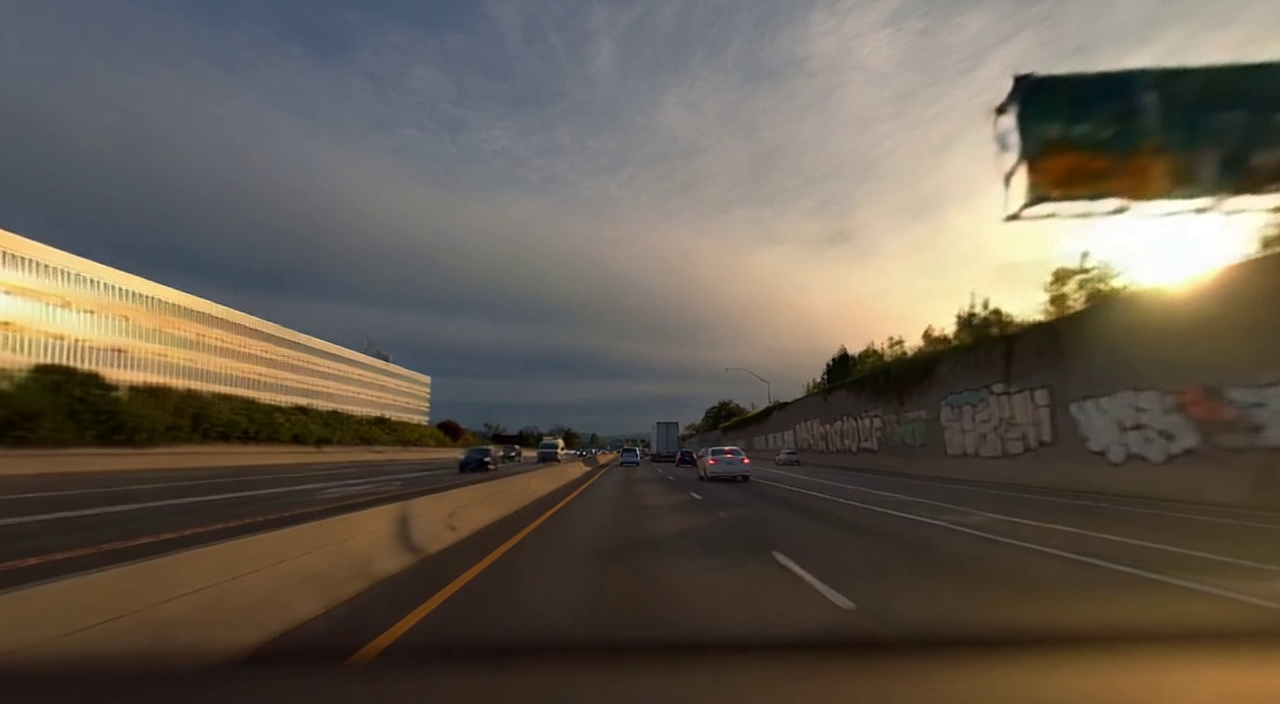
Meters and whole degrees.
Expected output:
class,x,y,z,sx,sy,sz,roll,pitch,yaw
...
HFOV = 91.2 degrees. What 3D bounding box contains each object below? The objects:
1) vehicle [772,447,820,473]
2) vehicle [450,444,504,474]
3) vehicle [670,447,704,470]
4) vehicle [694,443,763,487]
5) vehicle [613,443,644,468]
class,x,y,z,sx,sy,sz,roll,pitch,yaw
vehicle,10.410,7.201,42.104,2.107,1.648,4.324,0,-9,1
vehicle,-8.771,5.773,34.111,1.896,1.492,4.099,0,-9,-1
vehicle,3.440,7.869,46.407,2.085,1.588,4.436,0,-9,-1
vehicle,3.465,4.527,25.480,2.045,1.605,4.674,0,-9,-1
vehicle,-0.867,7.729,46.767,2.169,1.753,4.151,0,-9,-1
